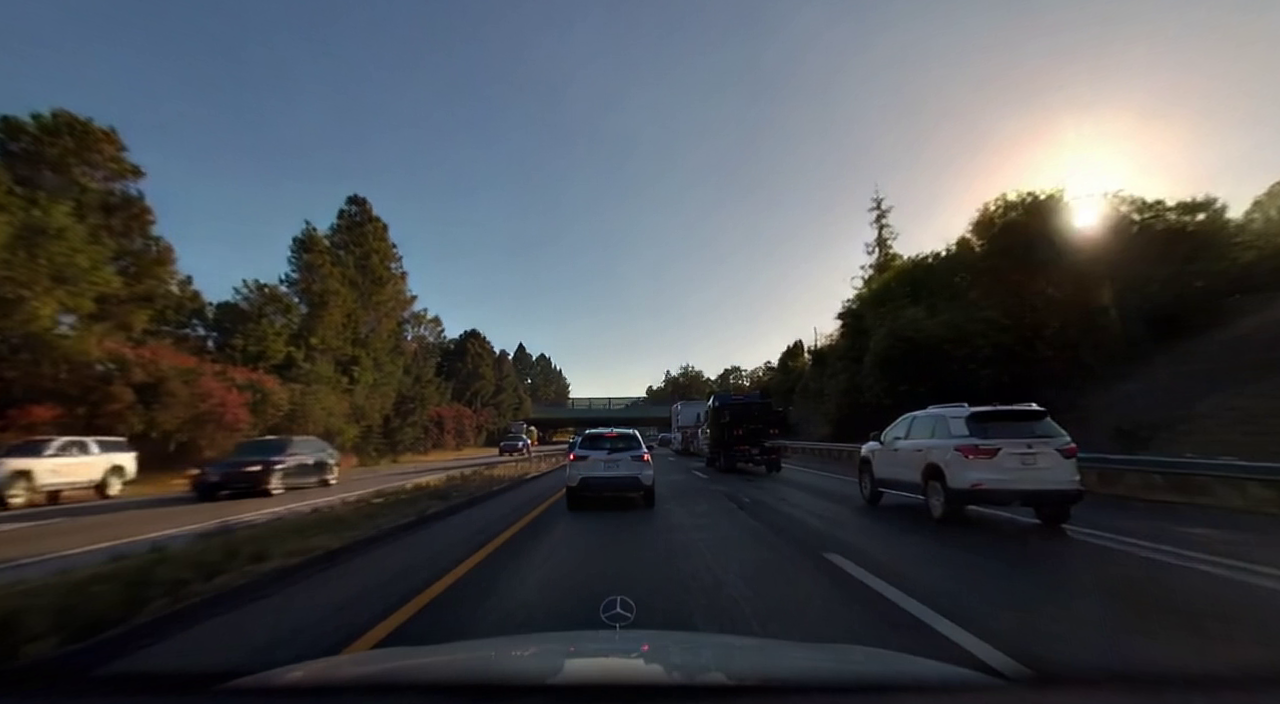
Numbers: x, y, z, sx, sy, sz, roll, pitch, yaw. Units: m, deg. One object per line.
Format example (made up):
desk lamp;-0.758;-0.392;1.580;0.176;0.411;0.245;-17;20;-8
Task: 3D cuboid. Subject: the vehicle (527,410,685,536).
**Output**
vehicle;-0.487;1.863;10.398;2.082;1.638;4.055;0;-8;-1

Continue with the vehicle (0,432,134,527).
vehicle;-13.416;2.618;13.264;1.949;1.833;4.237;0;-8;0

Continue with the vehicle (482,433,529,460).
vehicle;-8.847;6.217;41.838;2.052;1.652;4.268;0;-8;1

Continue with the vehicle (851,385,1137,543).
vehicle;4.951;1.604;9.633;2.011;1.905;3.905;0;-8;-1

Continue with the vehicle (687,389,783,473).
vehicle;3.754;3.396;27.074;2.723;3.027;8.478;0;-8;0

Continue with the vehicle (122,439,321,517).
vehicle;-8.841;2.631;13.765;1.756;1.446;3.661;0;-8;1
